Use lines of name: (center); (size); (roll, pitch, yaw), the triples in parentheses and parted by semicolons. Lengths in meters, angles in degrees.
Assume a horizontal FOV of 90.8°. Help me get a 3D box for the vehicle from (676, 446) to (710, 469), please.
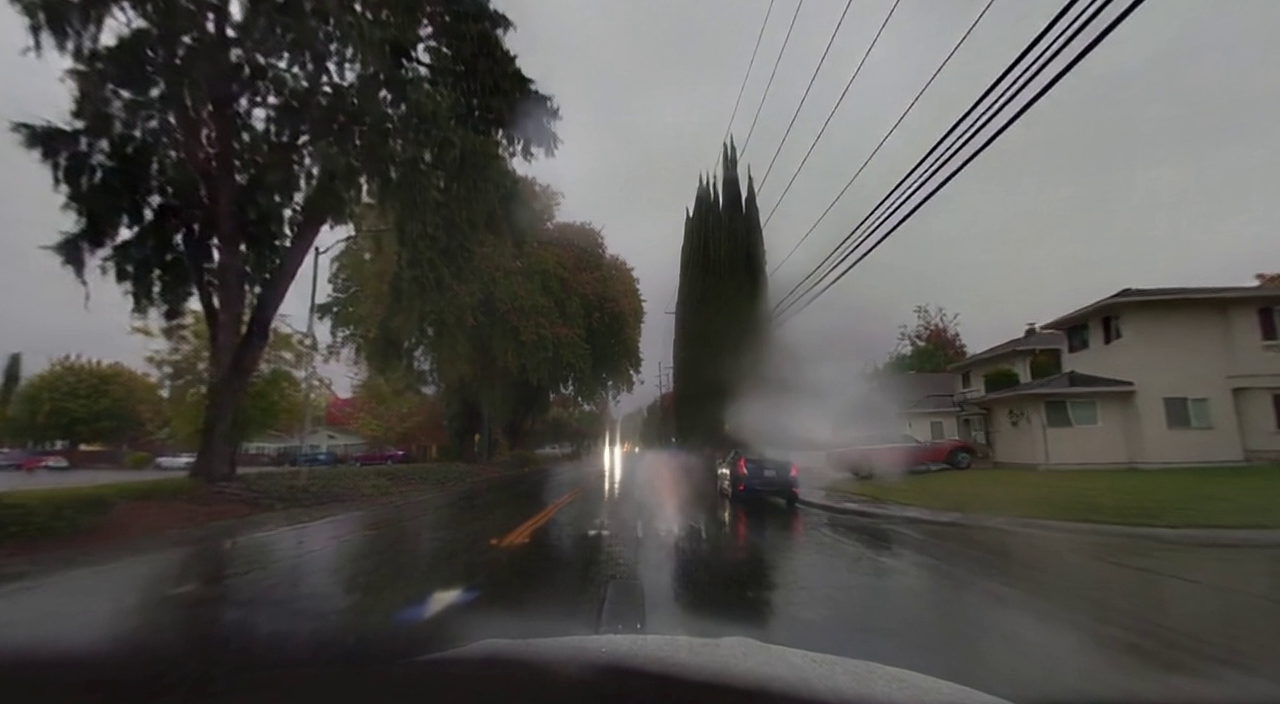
vehicle: (3.600, 7.310, 43.889); (1.915, 1.491, 4.642); (0, -8, 0)

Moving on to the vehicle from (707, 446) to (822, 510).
vehicle: (3.101, 3.235, 16.829); (1.990, 1.435, 4.526); (0, -8, -2)
